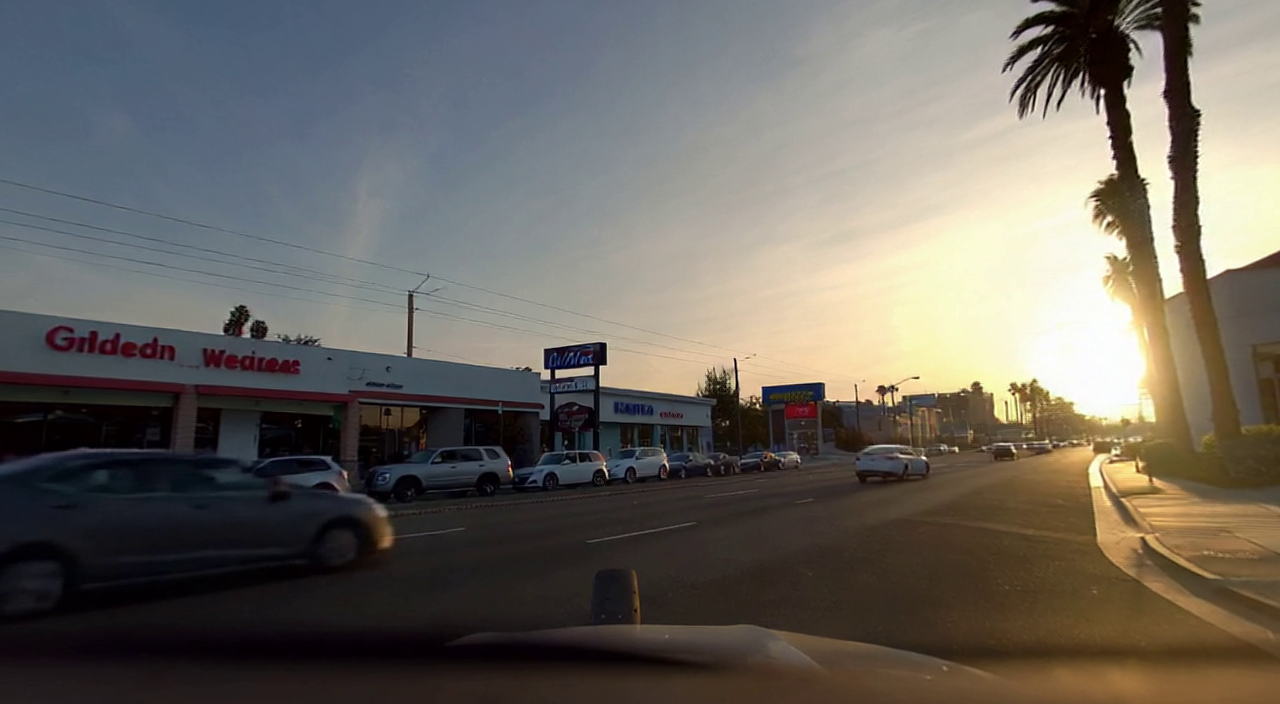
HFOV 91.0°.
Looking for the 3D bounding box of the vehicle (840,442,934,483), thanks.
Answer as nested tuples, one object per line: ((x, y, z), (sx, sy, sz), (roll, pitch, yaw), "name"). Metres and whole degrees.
((10.492, 4.577, 26.472), (2.232, 1.513, 5.090), (-6, -11, 37), "vehicle")

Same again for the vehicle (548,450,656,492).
((-1.386, 4.648, 25.001), (1.837, 1.468, 4.389), (-6, -11, 37), "vehicle")

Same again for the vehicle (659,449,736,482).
((2.876, 5.495, 30.843), (1.776, 1.448, 4.137), (-6, -11, 37), "vehicle")

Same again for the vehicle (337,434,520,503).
((-6.167, 3.593, 18.990), (1.989, 1.792, 4.884), (-9, -15, 35), "vehicle")

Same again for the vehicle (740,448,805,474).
((8.056, 6.537, 38.051), (1.981, 1.493, 4.721), (-6, -11, 36), "vehicle")

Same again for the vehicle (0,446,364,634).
((-5.560, 1.637, 6.009), (4.918, 1.461, 2.139), (7, -11, -36), "vehicle")
